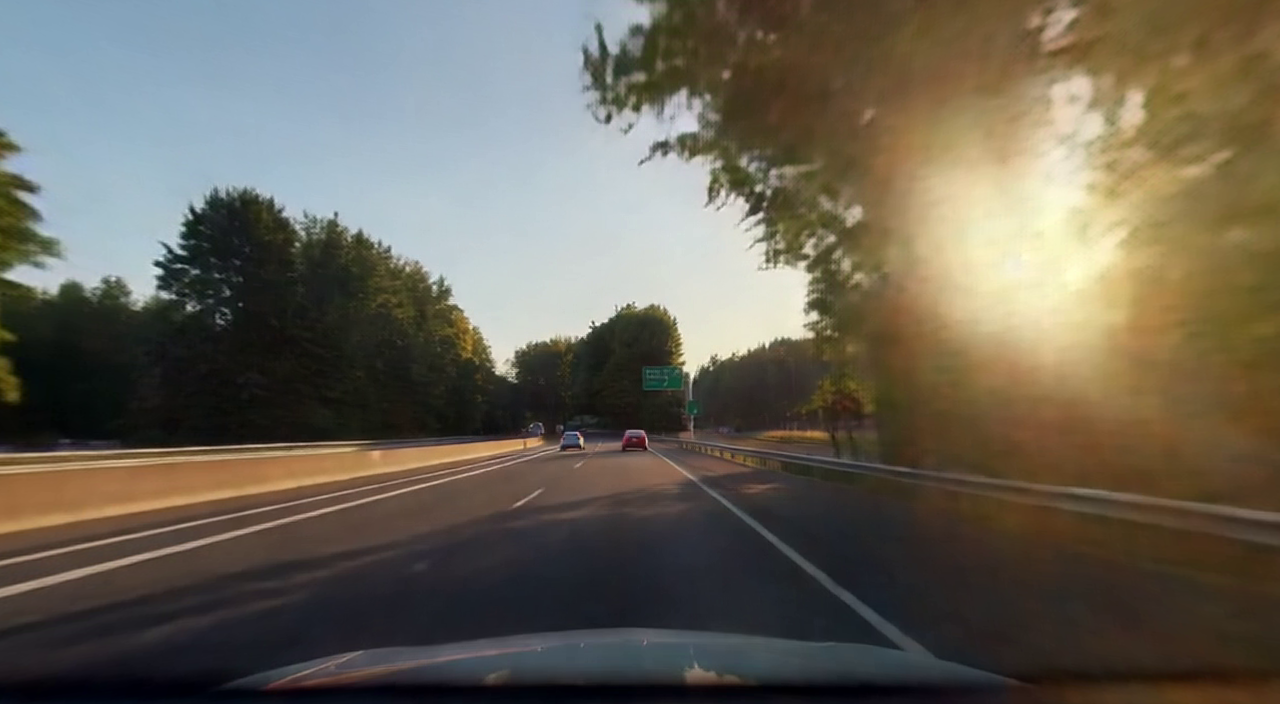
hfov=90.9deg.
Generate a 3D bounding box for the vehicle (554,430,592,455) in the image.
[{"bbox_3d":[-4.462,6.061,42.432,2.055,1.610,4.116,0,-8,0],"label":"vehicle"}]

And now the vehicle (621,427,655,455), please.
[{"bbox_3d":[-0.149,5.965,42.385,2.170,1.790,4.490,0,-8,-1],"label":"vehicle"}]
